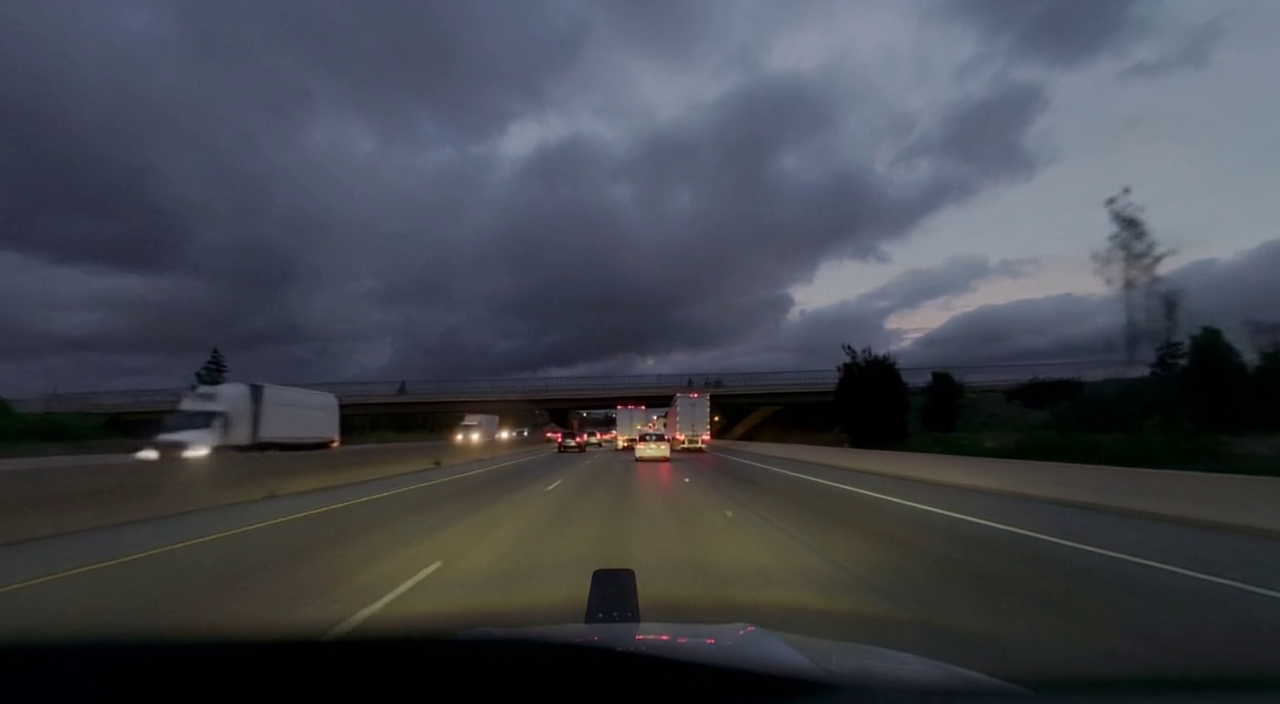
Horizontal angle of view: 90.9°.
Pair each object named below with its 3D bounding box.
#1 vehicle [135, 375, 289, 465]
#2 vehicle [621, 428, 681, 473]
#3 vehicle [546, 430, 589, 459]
[{"bbox_3d":[-21.260,3.501,31.902,2.992,4.070,6.649,0,-8,-1],"label":"vehicle"},{"bbox_3d":[0.328,3.635,23.535,2.059,1.522,3.693,0,-8,-2],"label":"vehicle"},{"bbox_3d":[-4.066,5.293,36.133,1.979,1.527,4.754,0,-8,-1],"label":"vehicle"}]
